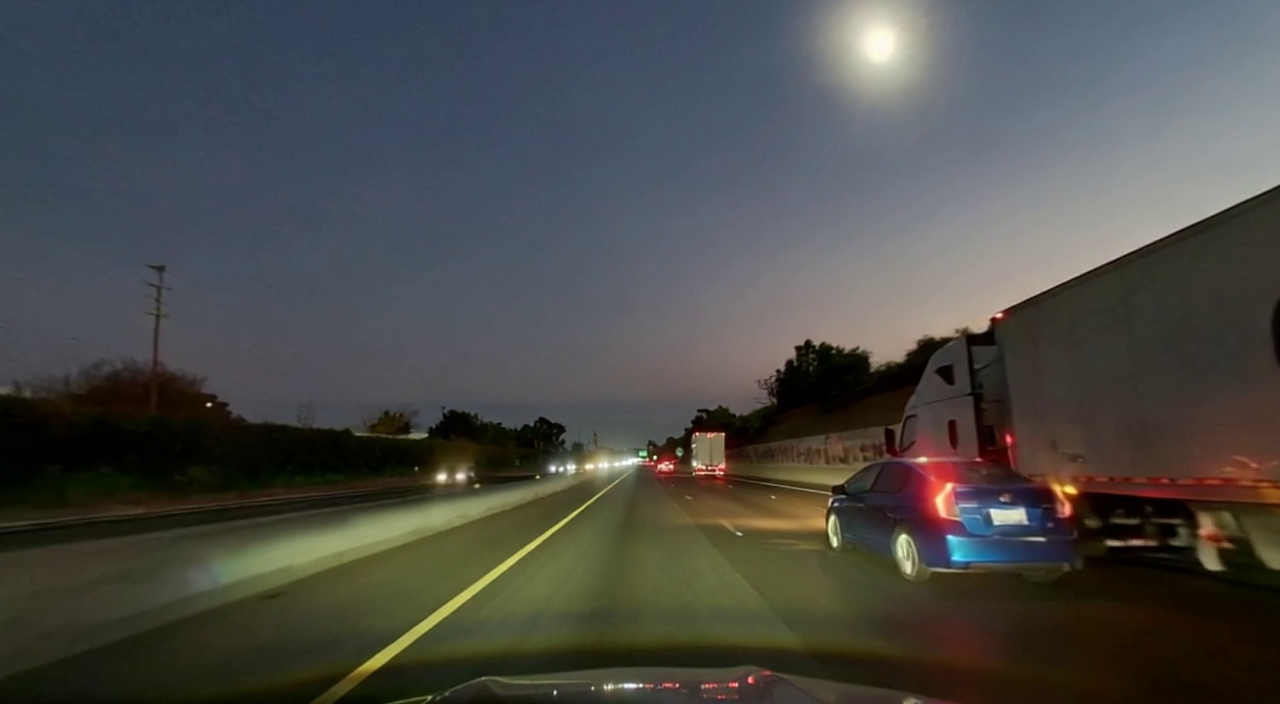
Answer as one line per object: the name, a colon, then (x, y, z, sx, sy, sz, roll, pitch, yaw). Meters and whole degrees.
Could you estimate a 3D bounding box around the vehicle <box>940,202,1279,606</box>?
vehicle: (8.102, 0.309, 5.070, 3.298, 4.017, 16.824, 1, -10, 1)

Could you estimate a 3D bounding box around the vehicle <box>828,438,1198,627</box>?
vehicle: (3.780, 1.925, 7.303, 2.011, 1.574, 3.512, -1, -11, -1)
